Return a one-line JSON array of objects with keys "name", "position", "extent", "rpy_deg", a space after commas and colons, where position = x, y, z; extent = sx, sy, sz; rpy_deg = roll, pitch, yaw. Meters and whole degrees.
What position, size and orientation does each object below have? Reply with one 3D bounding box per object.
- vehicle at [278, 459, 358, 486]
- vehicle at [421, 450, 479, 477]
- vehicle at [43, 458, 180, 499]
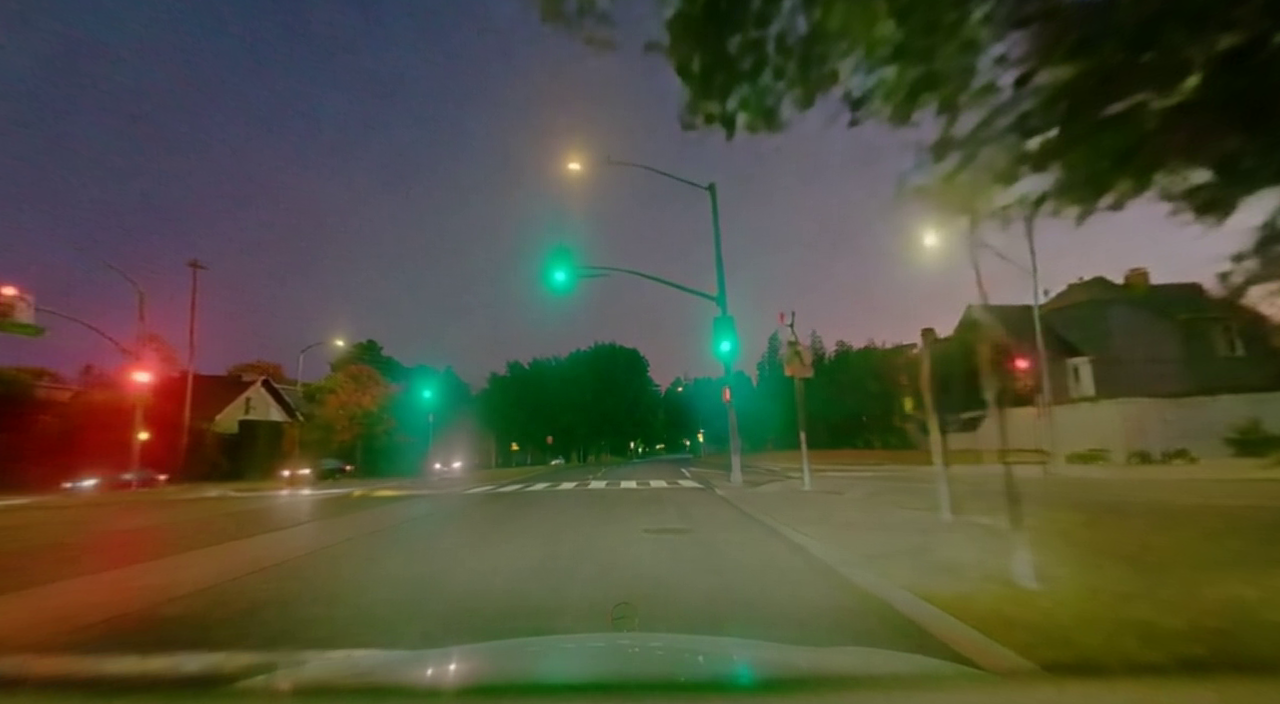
[{"name": "vehicle", "position": [-21.061, 7.888, 41.496], "extent": [1.862, 1.529, 4.370], "rpy_deg": [-4, -9, 24]}, {"name": "vehicle", "position": [-13.559, 7.938, 45.432], "extent": [2.106, 1.782, 4.974], "rpy_deg": [-1, -9, 7]}, {"name": "vehicle", "position": [-26.424, 6.289, 31.783], "extent": [1.907, 1.766, 4.804], "rpy_deg": [-5, -10, 30]}]
